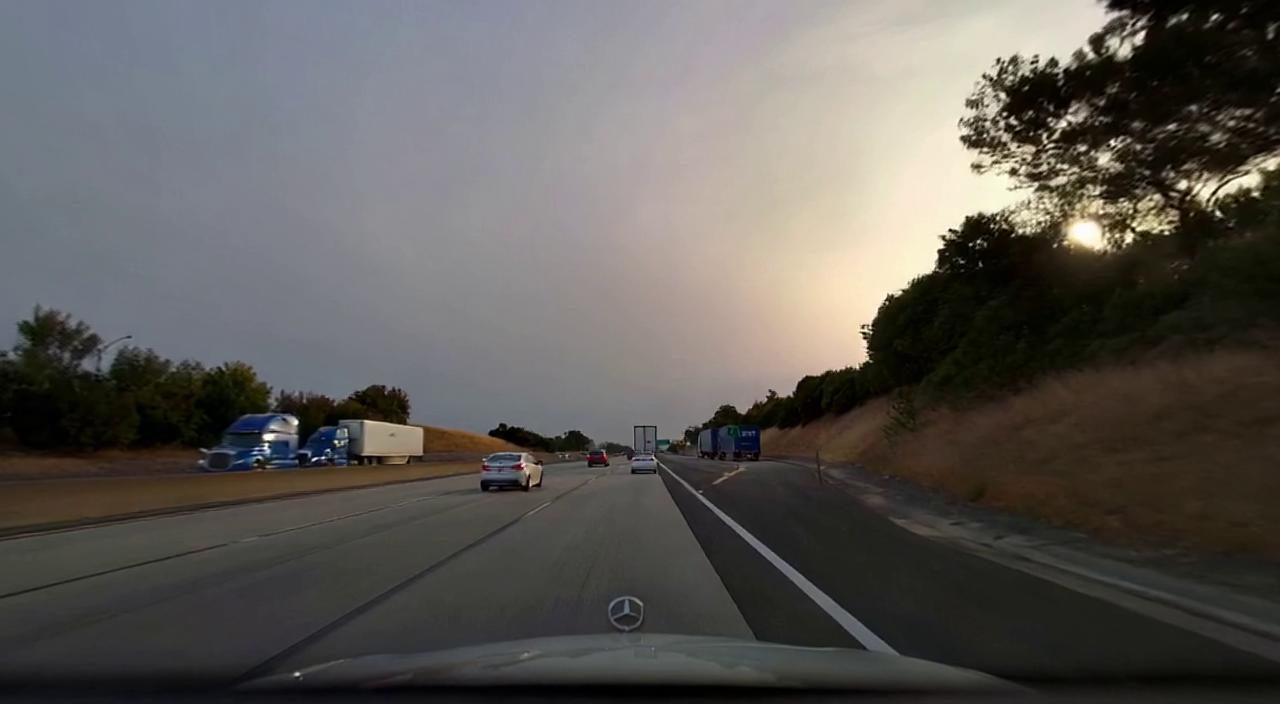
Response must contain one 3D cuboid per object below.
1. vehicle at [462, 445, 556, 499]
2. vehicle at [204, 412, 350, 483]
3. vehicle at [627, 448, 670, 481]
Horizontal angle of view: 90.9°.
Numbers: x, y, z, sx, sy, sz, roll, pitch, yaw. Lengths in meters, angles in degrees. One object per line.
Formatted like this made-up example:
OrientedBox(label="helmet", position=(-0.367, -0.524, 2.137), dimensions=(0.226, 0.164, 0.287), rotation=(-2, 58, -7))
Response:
OrientedBox(label="vehicle", position=(-4.040, 3.779, 20.212), dimensions=(2.018, 1.504, 4.431), rotation=(0, -9, 1))
OrientedBox(label="vehicle", position=(-19.254, 5.202, 34.273), dimensions=(2.919, 3.409, 8.090), rotation=(0, -9, 1))
OrientedBox(label="vehicle", position=(0.395, 5.463, 30.774), dimensions=(1.991, 1.507, 3.391), rotation=(0, -9, 0))
